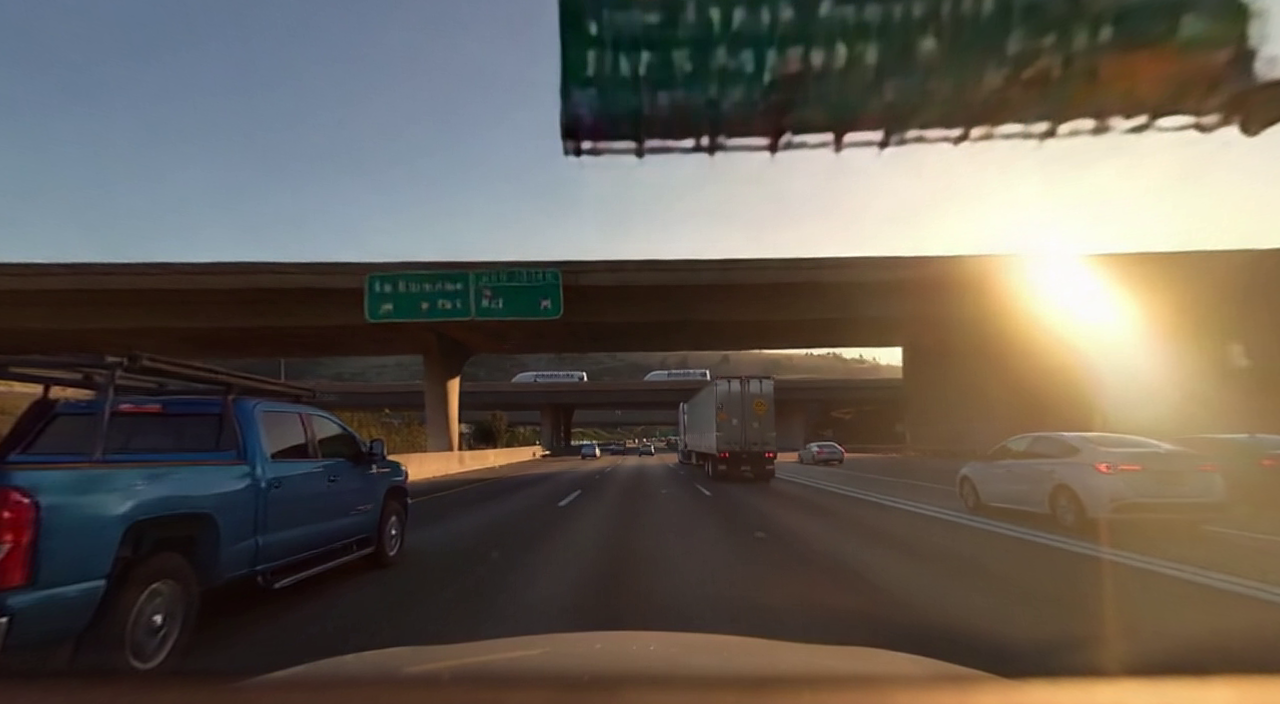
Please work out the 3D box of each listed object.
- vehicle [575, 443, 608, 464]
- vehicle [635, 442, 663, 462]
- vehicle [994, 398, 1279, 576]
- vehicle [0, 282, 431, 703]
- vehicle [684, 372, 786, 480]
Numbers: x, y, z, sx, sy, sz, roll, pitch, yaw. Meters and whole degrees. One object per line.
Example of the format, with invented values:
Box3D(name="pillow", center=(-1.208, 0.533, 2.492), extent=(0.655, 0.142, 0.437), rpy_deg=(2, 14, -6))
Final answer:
Box3D(name="vehicle", center=(-3.523, 7.470, 46.674), extent=(2.077, 1.446, 4.106), rpy_deg=(0, -8, 0))
Box3D(name="vehicle", center=(0.672, 7.699, 48.436), extent=(2.092, 1.446, 4.092), rpy_deg=(0, -8, 0))
Box3D(name="vehicle", center=(7.084, 1.630, 8.405), extent=(1.999, 1.700, 4.640), rpy_deg=(0, -8, 0))
Box3D(name="vehicle", center=(-3.939, 1.067, 4.709), extent=(2.599, 2.054, 6.288), rpy_deg=(0, -8, 0))
Box3D(name="vehicle", center=(3.999, 3.709, 30.066), extent=(2.885, 4.036, 12.891), rpy_deg=(0, -8, 0))
